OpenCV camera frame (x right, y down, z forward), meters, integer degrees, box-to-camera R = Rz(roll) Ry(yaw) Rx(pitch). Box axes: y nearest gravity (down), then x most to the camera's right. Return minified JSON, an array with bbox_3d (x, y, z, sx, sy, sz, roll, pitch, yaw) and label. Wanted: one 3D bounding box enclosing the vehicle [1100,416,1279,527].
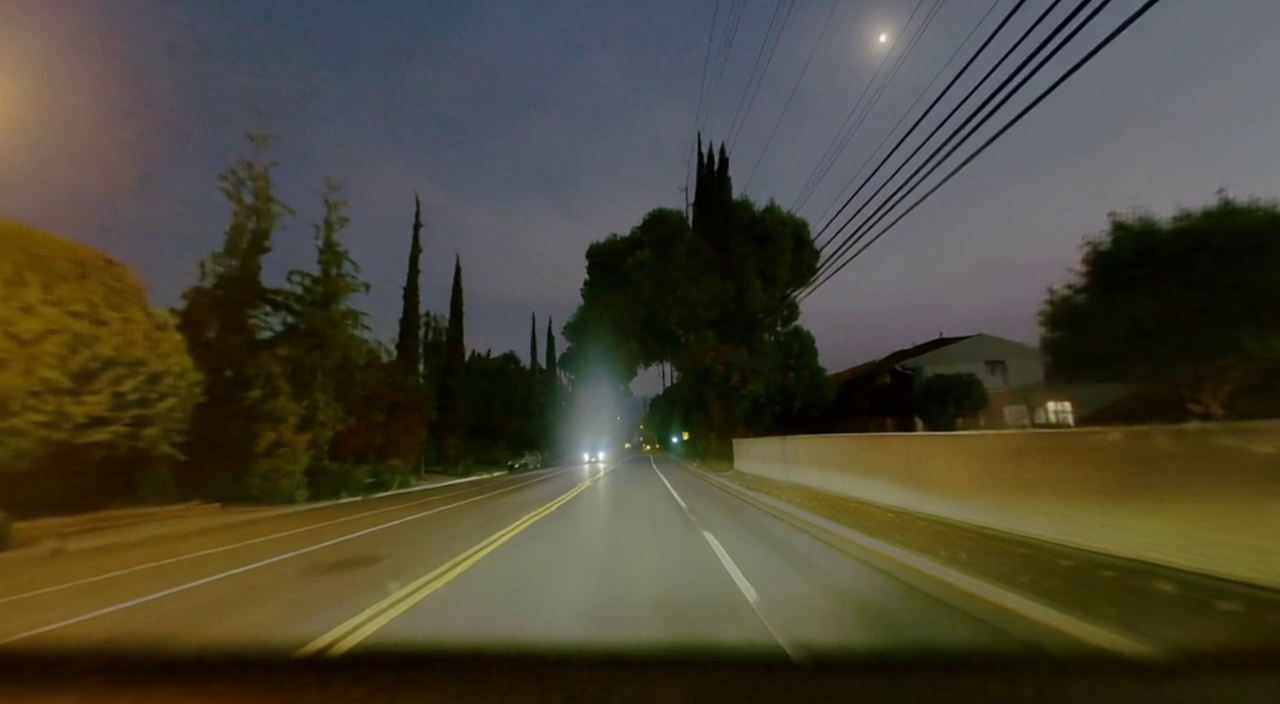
[{"bbox_3d":[10.843,1.950,10.776,2.194,1.577,4.838,-5,-9,-1],"label":"vehicle"}]
